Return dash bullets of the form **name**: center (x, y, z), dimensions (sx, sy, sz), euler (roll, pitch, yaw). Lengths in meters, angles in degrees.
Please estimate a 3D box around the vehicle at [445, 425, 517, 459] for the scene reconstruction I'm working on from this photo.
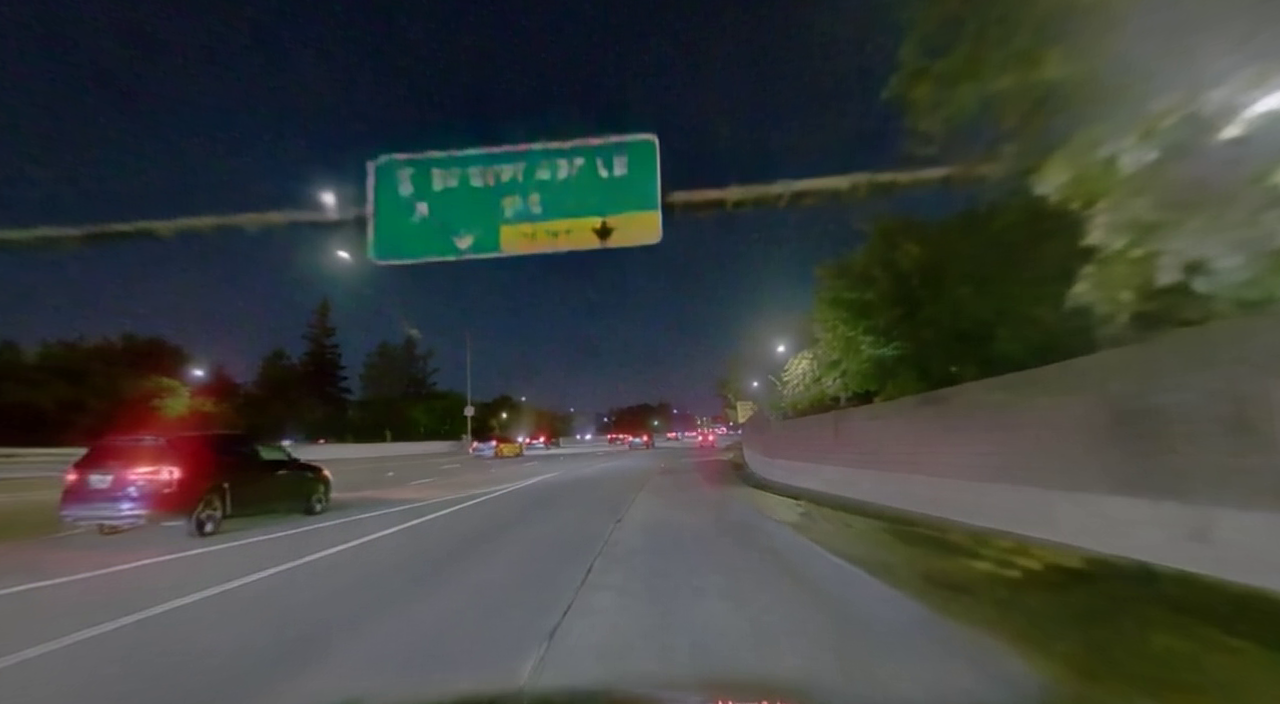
- **vehicle**: center (-8.934, 5.128, 35.904), dimensions (2.089, 1.736, 4.662), euler (-2, -8, 12)

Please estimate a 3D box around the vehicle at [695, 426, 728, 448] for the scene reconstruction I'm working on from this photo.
- **vehicle**: center (5.629, 6.716, 49.555), dimensions (2.012, 1.622, 4.166), euler (-2, -9, 13)

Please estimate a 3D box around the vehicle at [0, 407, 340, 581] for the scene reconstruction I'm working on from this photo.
- **vehicle**: center (-6.468, 1.704, 8.498), dimensions (2.082, 1.638, 4.644), euler (-2, -8, 8)

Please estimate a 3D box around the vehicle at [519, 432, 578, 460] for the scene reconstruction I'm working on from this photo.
- **vehicle**: center (-5.032, 5.233, 35.351), dimensions (1.860, 1.442, 4.332), euler (-2, -8, 12)
